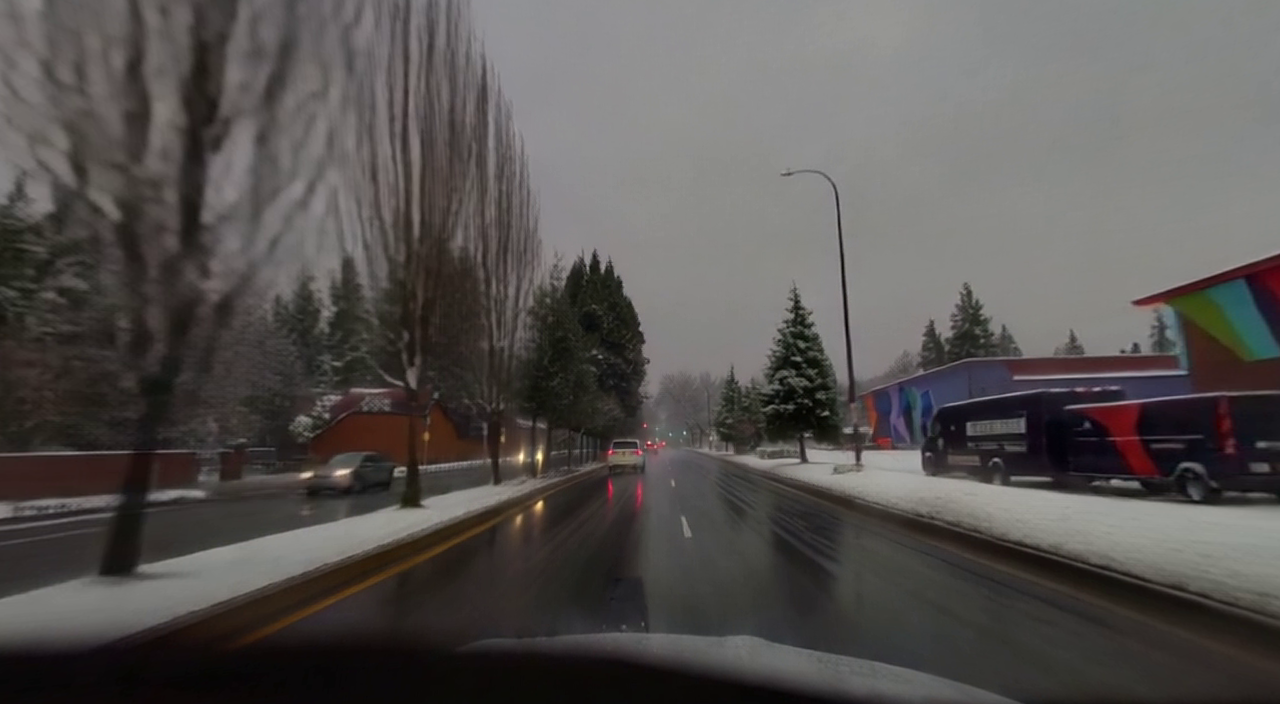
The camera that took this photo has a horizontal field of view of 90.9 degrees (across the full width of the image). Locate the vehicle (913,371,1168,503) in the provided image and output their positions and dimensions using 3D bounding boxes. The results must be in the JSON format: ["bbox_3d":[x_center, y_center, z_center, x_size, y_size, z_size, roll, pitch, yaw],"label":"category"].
[{"bbox_3d":[13.926,3.168,23.683,2.794,3.710,10.785,-3,-8,3],"label":"vehicle"}]

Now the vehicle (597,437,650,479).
[{"bbox_3d":[-0.642,4.686,28.244,2.129,1.713,4.314,0,-8,2],"label":"vehicle"}]

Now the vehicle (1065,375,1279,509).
[{"bbox_3d":[13.233,2.060,14.472,2.507,2.441,6.959,-1,-8,4],"label":"vehicle"}]

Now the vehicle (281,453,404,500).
[{"bbox_3d":[-10.798,4.513,23.317,1.937,1.465,4.506,-1,-8,6],"label":"vehicle"}]
